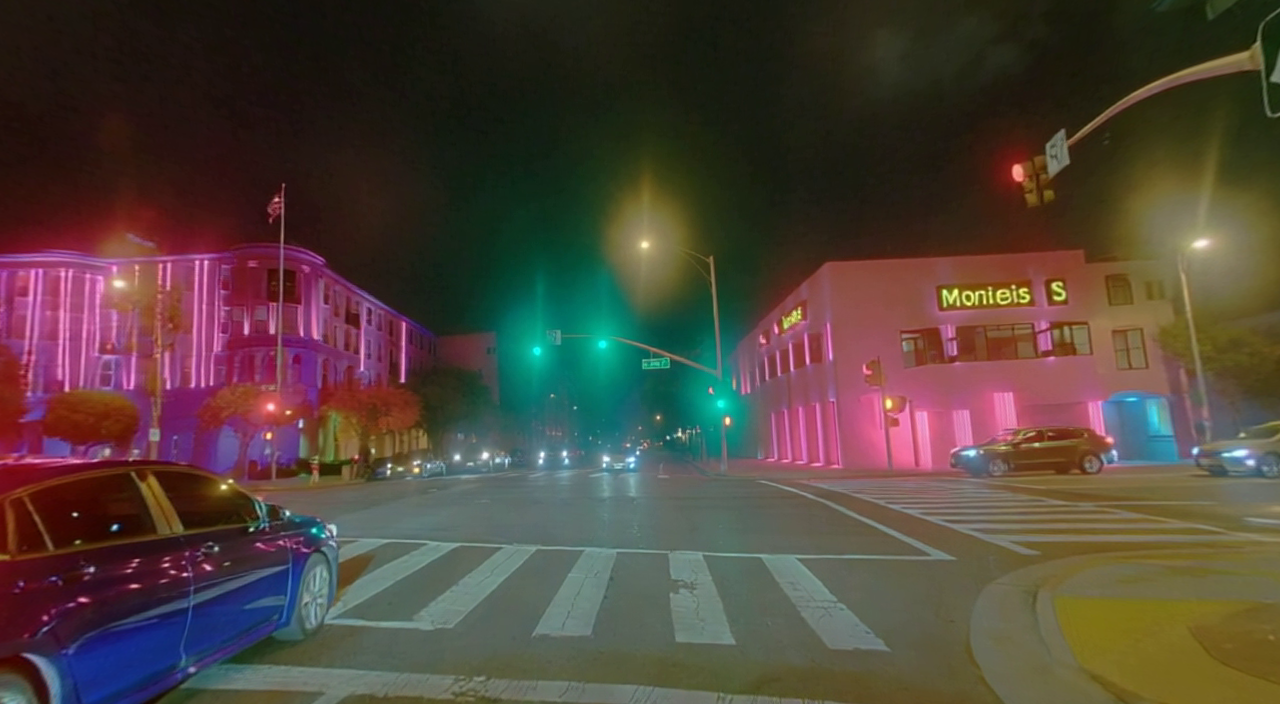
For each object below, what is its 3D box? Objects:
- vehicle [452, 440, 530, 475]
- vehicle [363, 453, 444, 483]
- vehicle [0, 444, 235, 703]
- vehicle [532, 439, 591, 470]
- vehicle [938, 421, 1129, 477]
[{"bbox_3d":[-8.390,5.979,36.048,2.152,1.825,5.406,-2,-9,12],"label":"vehicle"},{"bbox_3d":[-12.592,6.173,33.882,1.976,1.425,4.567,-1,-9,9],"label":"vehicle"},{"bbox_3d":[-3.689,0.980,2.153,1.759,1.325,4.295,0,-9,0],"label":"vehicle"},{"bbox_3d":[-4.497,5.977,36.862,1.928,1.647,4.575,-2,-9,13],"label":"vehicle"},{"bbox_3d":[11.570,2.890,18.801,4.355,1.546,1.820,-1,-9,6],"label":"vehicle"}]
